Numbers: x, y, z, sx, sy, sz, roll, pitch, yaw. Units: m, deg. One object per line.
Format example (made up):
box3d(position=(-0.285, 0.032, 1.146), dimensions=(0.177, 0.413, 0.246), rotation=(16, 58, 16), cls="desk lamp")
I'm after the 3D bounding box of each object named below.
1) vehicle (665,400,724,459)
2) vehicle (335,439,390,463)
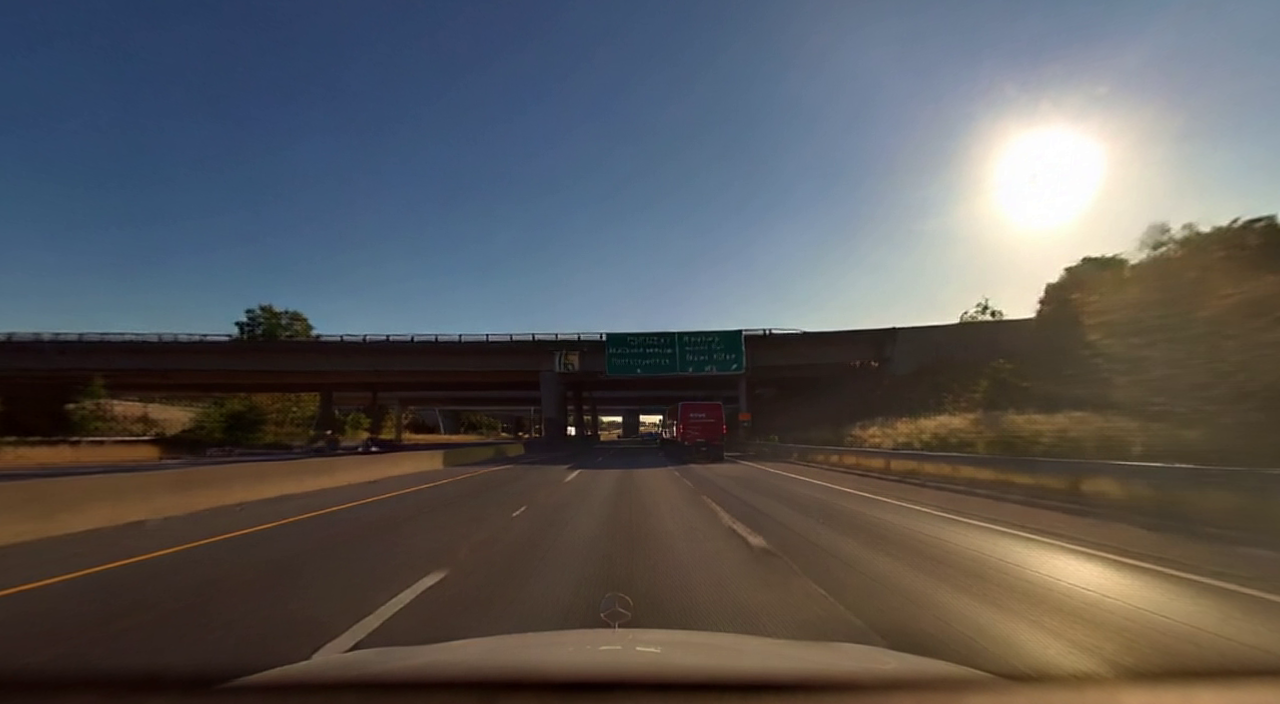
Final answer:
box3d(position=(3.525, 5.454, 43.845), dimensions=(2.981, 3.512, 11.154), rotation=(0, -8, -1), cls="vehicle")
box3d(position=(-17.911, 6.369, 40.854), dimensions=(1.754, 1.453, 3.731), rotation=(0, -8, 1), cls="vehicle")
